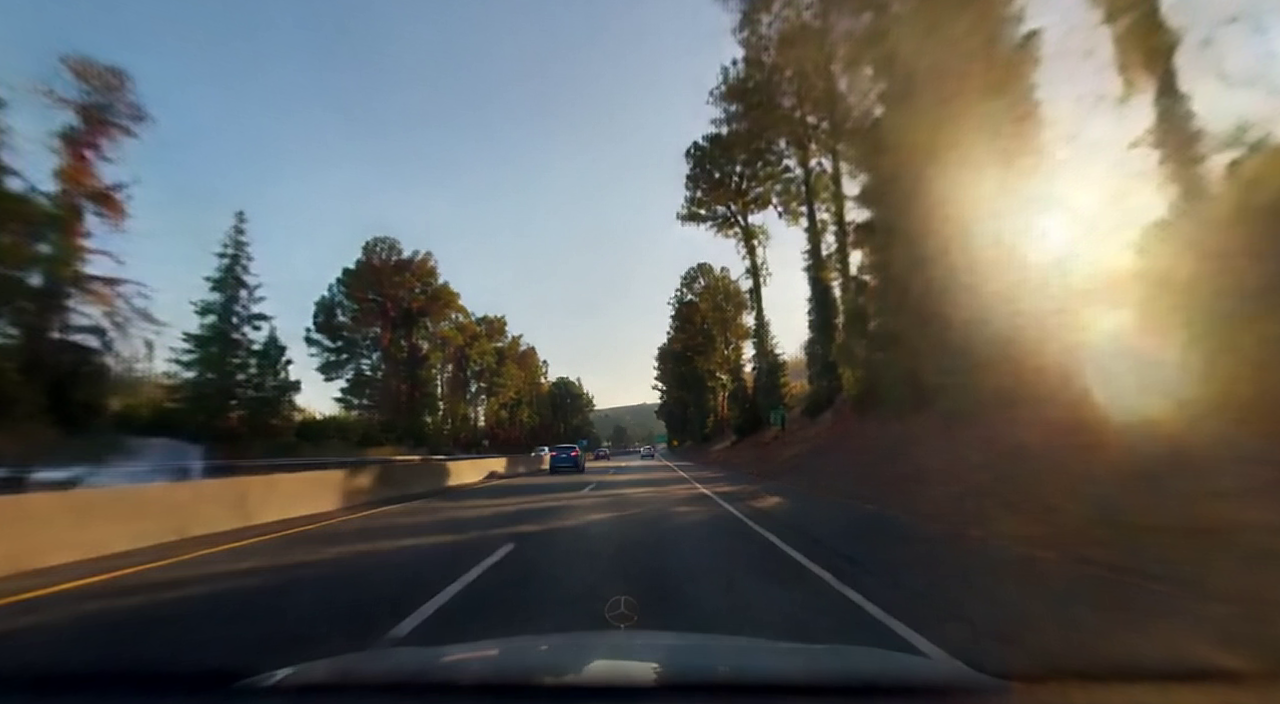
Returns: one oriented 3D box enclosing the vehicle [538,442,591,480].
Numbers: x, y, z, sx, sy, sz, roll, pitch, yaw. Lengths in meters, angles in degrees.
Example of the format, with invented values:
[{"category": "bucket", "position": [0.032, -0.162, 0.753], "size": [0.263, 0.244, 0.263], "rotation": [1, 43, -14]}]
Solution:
[{"category": "vehicle", "position": [-3.388, 4.967, 29.017], "size": [1.846, 1.600, 4.108], "rotation": [0, -9, 1]}]
